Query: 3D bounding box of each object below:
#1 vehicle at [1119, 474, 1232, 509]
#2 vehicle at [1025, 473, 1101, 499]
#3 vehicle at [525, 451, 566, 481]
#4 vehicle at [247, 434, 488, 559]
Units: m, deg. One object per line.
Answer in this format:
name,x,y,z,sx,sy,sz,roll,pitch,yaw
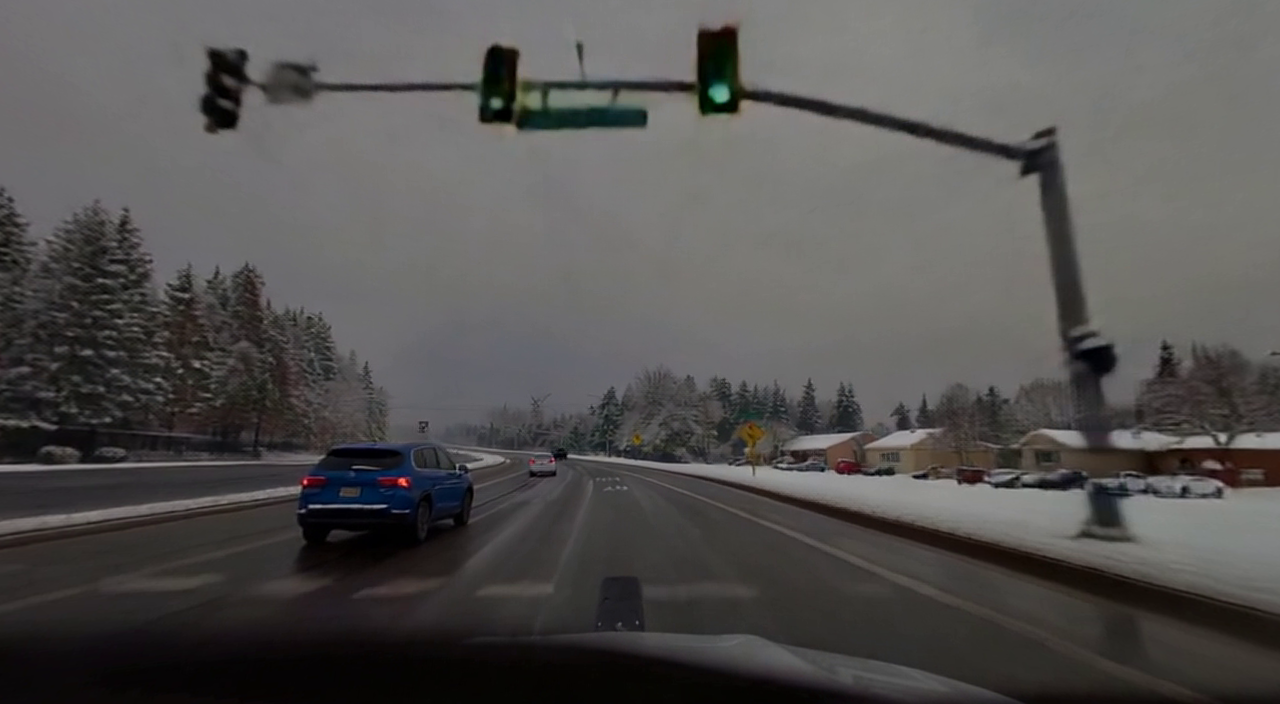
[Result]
vehicle,33.915,8.828,40.263,2.073,1.767,5.346,1,-8,-8
vehicle,32.430,10.238,48.662,1.967,1.647,4.948,1,-9,-8
vehicle,-5.063,6.119,34.282,1.904,1.476,3.736,0,-9,-4
vehicle,-4.131,2.241,10.636,2.098,1.613,4.606,0,-8,-2
